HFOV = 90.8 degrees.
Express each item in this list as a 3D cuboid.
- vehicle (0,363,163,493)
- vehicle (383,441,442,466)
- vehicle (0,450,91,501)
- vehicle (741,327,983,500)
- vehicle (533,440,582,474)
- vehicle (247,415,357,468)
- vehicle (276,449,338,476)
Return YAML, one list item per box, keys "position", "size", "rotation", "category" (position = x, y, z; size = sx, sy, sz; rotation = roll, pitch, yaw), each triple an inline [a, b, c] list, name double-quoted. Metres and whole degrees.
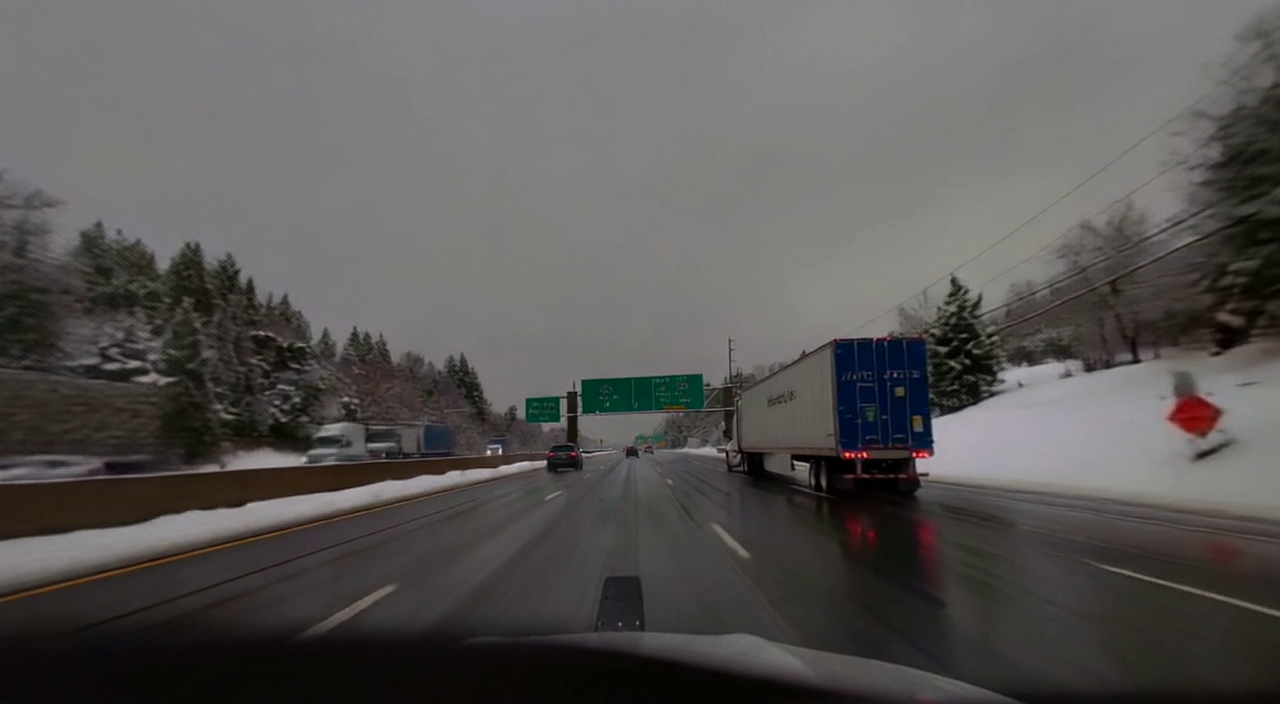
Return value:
- position: [-21.259, 2.124, 17.903]
  size: [2.891, 3.973, 16.377]
  rotation: [-1, -9, 0]
  category: "vehicle"
- position: [-17.660, 7.896, 49.367]
  size: [2.410, 1.798, 6.090]
  rotation: [-1, -9, 0]
  category: "vehicle"
- position: [-17.816, 3.483, 17.954]
  size: [1.449, 1.325, 3.238]
  rotation: [-1, -9, 0]
  category: "vehicle"
- position: [6.609, 2.648, 23.209]
  size: [2.919, 4.195, 15.833]
  rotation: [0, -9, -1]
  category: "vehicle"
- position: [-4.316, 5.540, 33.608]
  size: [2.027, 1.651, 4.099]
  rotation: [-1, -9, 0]
  category: "vehicle"
- position: [-25.212, 6.854, 47.941]
  size: [3.102, 3.541, 9.922]
  rotation: [0, -9, -2]
  category: "vehicle"
- position: [-17.908, 5.948, 34.103]
  size: [1.474, 1.345, 3.253]
  rotation: [-1, -9, 1]
  category: "vehicle"
